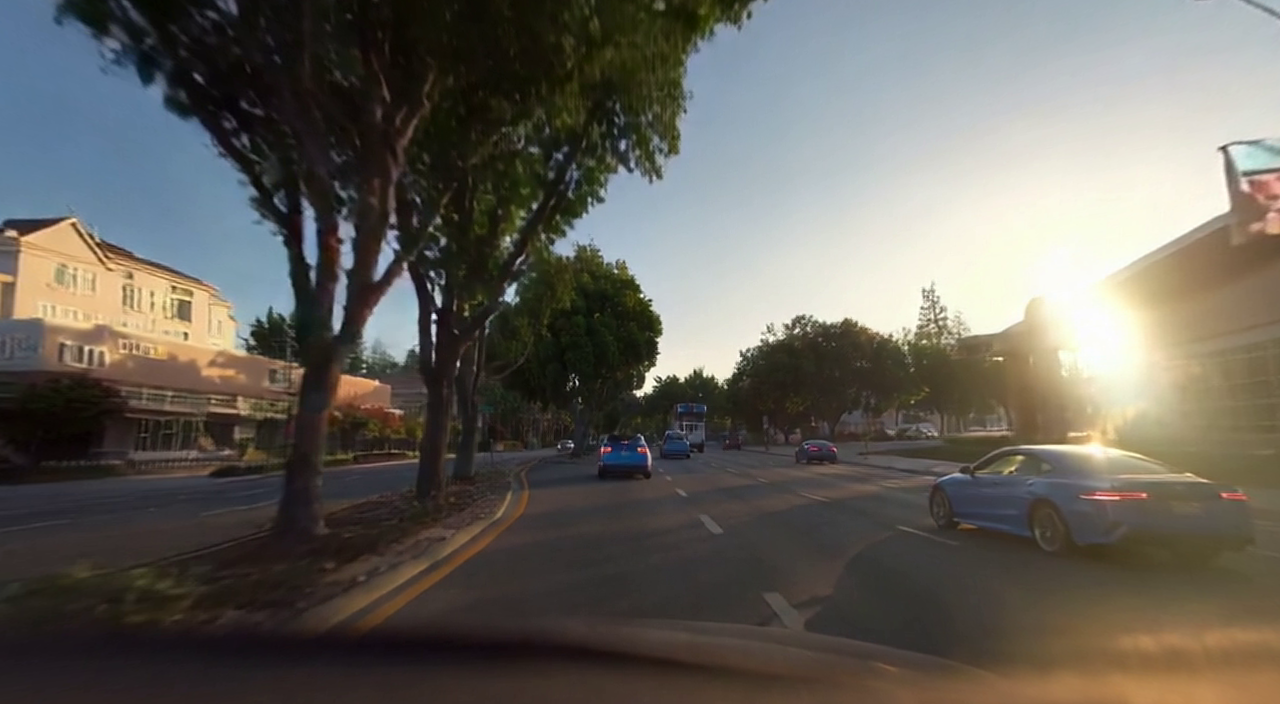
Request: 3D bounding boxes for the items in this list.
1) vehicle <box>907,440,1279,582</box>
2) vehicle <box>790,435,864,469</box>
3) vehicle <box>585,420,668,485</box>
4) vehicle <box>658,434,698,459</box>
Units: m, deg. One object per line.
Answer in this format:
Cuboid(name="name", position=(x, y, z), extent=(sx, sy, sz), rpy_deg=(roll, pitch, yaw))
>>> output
Cuboid(name="vehicle", position=(5.548, 1.806, 8.092), extent=(2.258, 1.294, 4.312), rpy_deg=(0, -9, -2))
Cuboid(name="vehicle", position=(8.727, 4.720, 29.922), extent=(2.045, 1.484, 4.342), rpy_deg=(0, -9, -2))
Cuboid(name="vehicle", position=(-0.437, 3.084, 19.481), extent=(2.266, 1.762, 4.131), rpy_deg=(0, -9, -2))
Cuboid(name="vehicle", position=(2.285, 5.874, 39.258), extent=(2.078, 1.471, 4.142), rpy_deg=(0, -9, -2))
